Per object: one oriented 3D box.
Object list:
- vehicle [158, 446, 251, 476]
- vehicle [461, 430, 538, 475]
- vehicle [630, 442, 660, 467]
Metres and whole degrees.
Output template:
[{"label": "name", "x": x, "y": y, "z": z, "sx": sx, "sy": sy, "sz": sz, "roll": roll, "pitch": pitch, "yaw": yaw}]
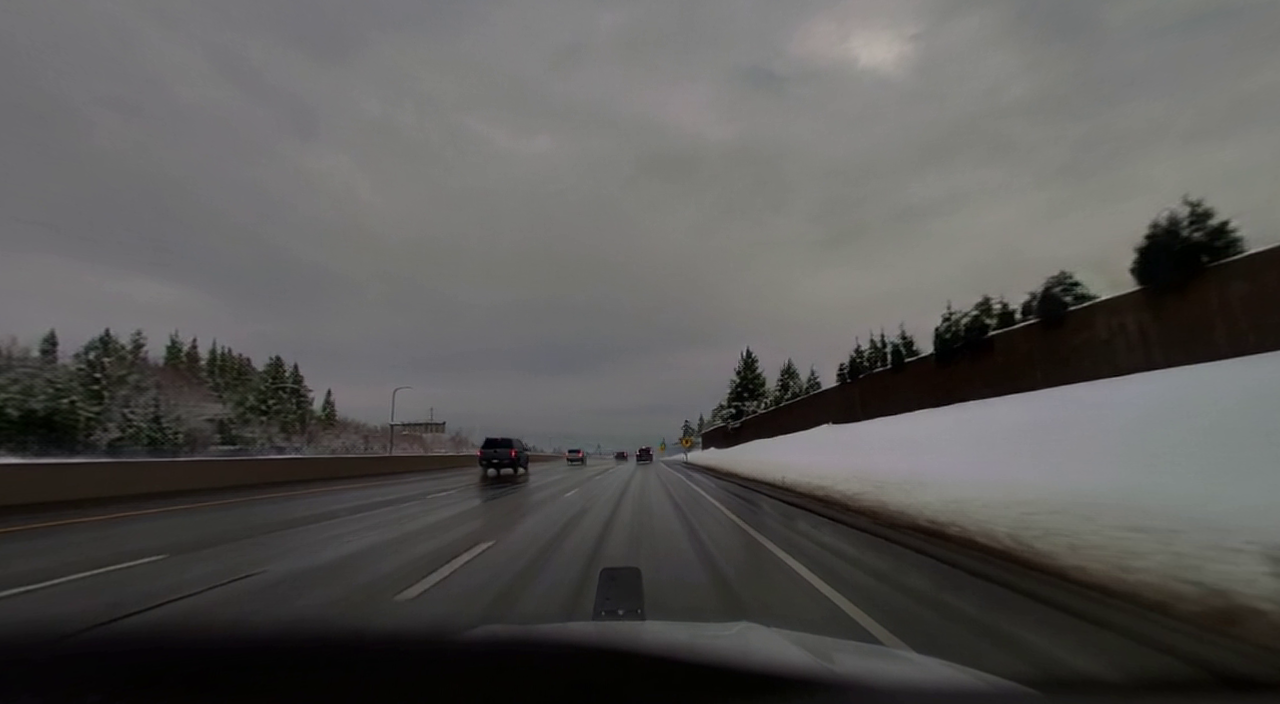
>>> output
[{"label": "vehicle", "x": -24.962, "y": 6.234, "z": 36.364, "sx": 1.866, "sy": 1.557, "sz": 4.805, "roll": 0, "pitch": -9, "yaw": 1}, {"label": "vehicle", "x": -6.686, "y": 4.883, "z": 30.852, "sx": 2.438, "sy": 1.967, "sz": 5.596, "roll": 0, "pitch": -9, "yaw": 0}, {"label": "vehicle", "x": 0.364, "y": 7.691, "z": 47.367, "sx": 2.141, "sy": 1.706, "sz": 4.065, "roll": 0, "pitch": -9, "yaw": 0}]
